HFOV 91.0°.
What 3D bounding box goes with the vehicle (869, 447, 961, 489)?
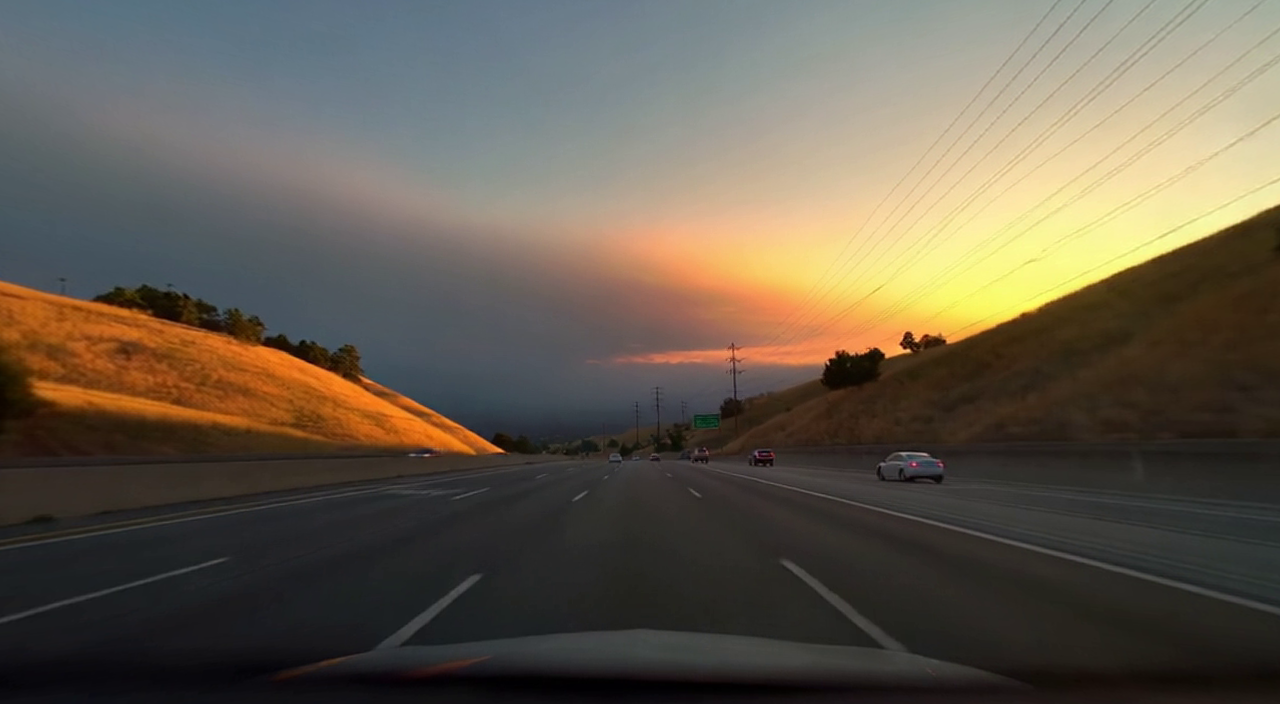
[{"bbox_3d":[10.807,4.558,25.036,1.884,1.486,3.770,1,-8,-1],"label":"vehicle"}]
